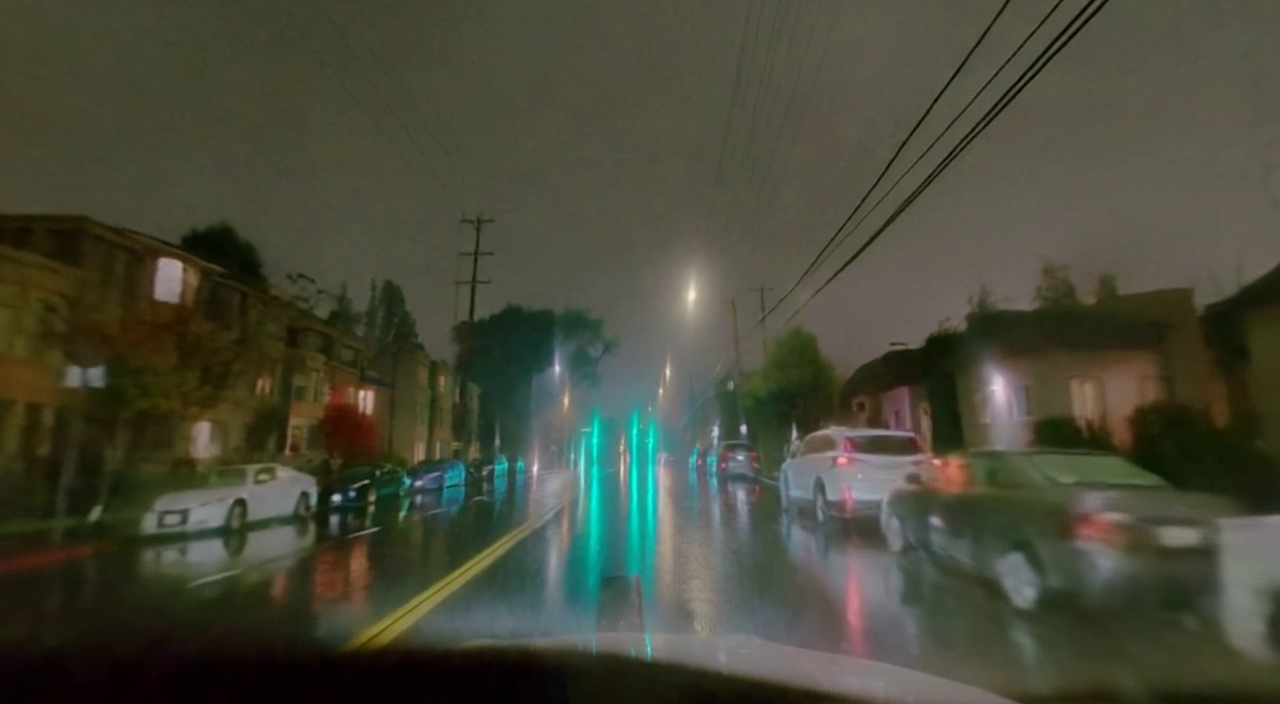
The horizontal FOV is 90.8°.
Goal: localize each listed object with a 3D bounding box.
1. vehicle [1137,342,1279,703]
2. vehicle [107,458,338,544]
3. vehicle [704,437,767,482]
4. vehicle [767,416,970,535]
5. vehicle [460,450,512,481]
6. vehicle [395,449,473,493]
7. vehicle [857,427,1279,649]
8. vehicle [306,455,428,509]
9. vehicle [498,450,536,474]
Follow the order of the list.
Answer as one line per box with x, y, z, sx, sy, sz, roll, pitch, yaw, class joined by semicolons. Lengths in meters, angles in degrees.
3.751;0.580;0.823;2.225;1.759;4.817;0;-9;0;vehicle
-9.142;3.259;14.490;2.208;1.508;4.590;0;-9;-1;vehicle
3.967;4.537;26.954;2.155;1.747;4.311;-1;-9;2;vehicle
3.982;2.246;12.059;2.040;1.801;4.569;0;-8;-1;vehicle
-9.052;6.676;37.381;1.884;1.526;4.061;-5;-9;1;vehicle
-9.104;5.252;28.290;2.051;1.657;4.322;-3;-9;-1;vehicle
4.015;1.596;6.544;1.875;1.495;4.242;0;-9;-2;vehicle
-8.950;4.260;21.228;1.948;1.508;4.656;-1;-9;1;vehicle
-8.953;8.051;46.308;2.000;1.495;4.687;-3;-8;-2;vehicle
